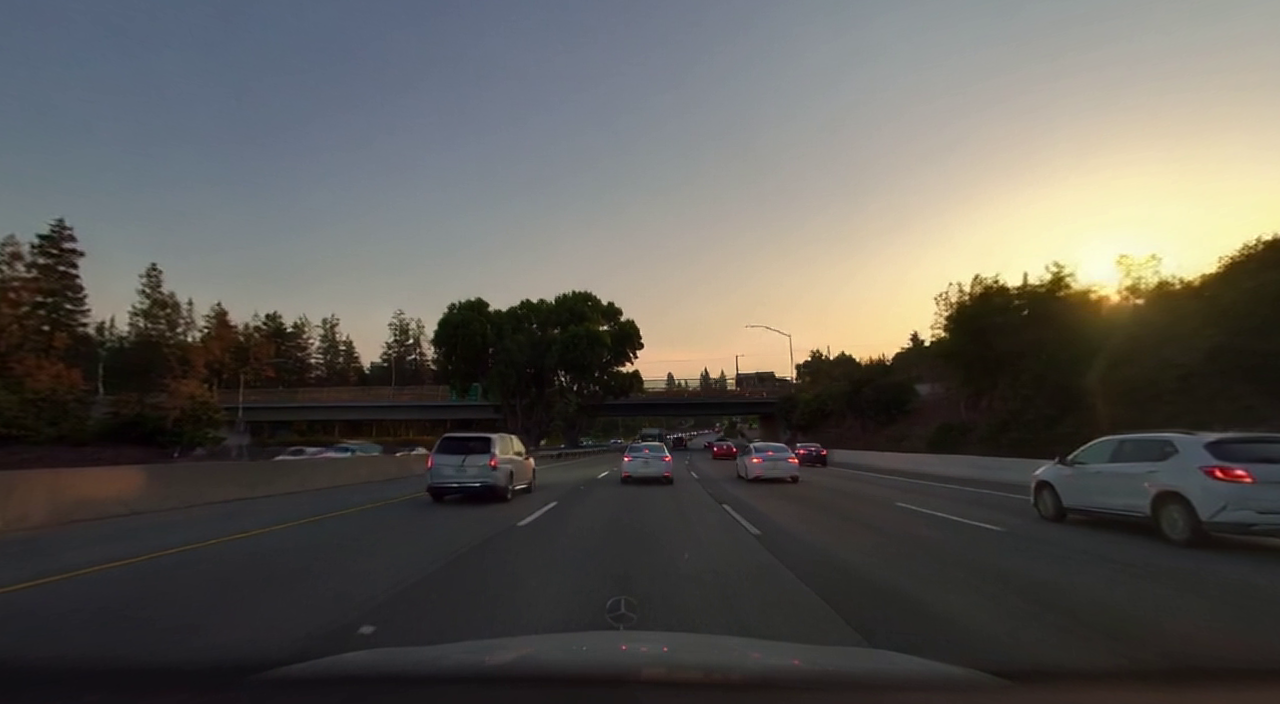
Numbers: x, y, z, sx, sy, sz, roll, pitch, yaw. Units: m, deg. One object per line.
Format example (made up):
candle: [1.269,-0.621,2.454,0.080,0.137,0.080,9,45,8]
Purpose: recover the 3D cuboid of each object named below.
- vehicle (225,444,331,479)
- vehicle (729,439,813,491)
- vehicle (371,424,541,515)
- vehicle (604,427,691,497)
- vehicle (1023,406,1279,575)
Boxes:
vehicle: [-20.192,6.125,35.498,2.216,1.736,5.773,0,-9,4]
vehicle: [4.216,3.697,21.011,1.999,1.514,4.338,0,-9,2]
vehicle: [-3.737,2.502,13.866,2.128,1.627,4.697,0,-9,3]
vehicle: [0.265,3.081,17.966,2.181,1.728,3.970,0,-9,2]
vehicle: [7.390,1.653,8.015,2.028,1.657,4.823,0,-9,1]
